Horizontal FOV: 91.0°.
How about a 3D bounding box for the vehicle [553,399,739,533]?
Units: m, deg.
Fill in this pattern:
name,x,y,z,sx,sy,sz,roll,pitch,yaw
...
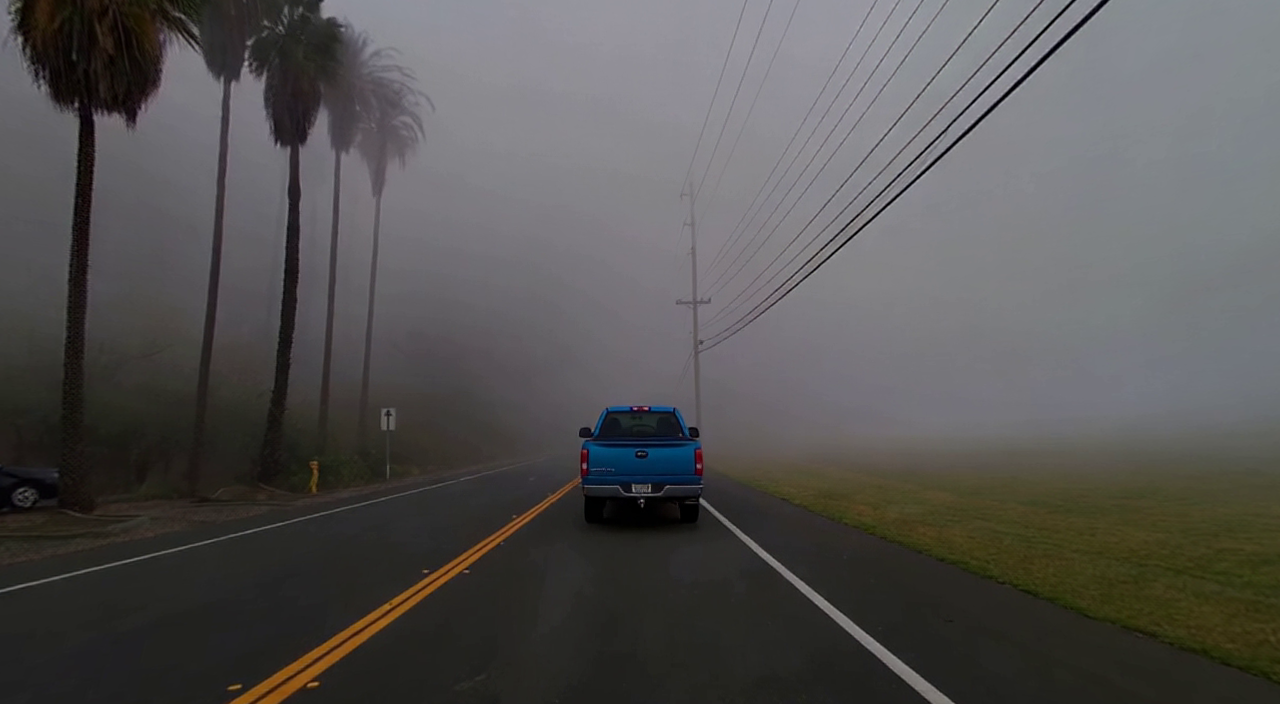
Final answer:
name,x,y,z,sx,sy,sz,roll,pitch,yaw
vehicle,0.048,2.152,12.505,2.803,2.005,5.885,0,-8,-1
